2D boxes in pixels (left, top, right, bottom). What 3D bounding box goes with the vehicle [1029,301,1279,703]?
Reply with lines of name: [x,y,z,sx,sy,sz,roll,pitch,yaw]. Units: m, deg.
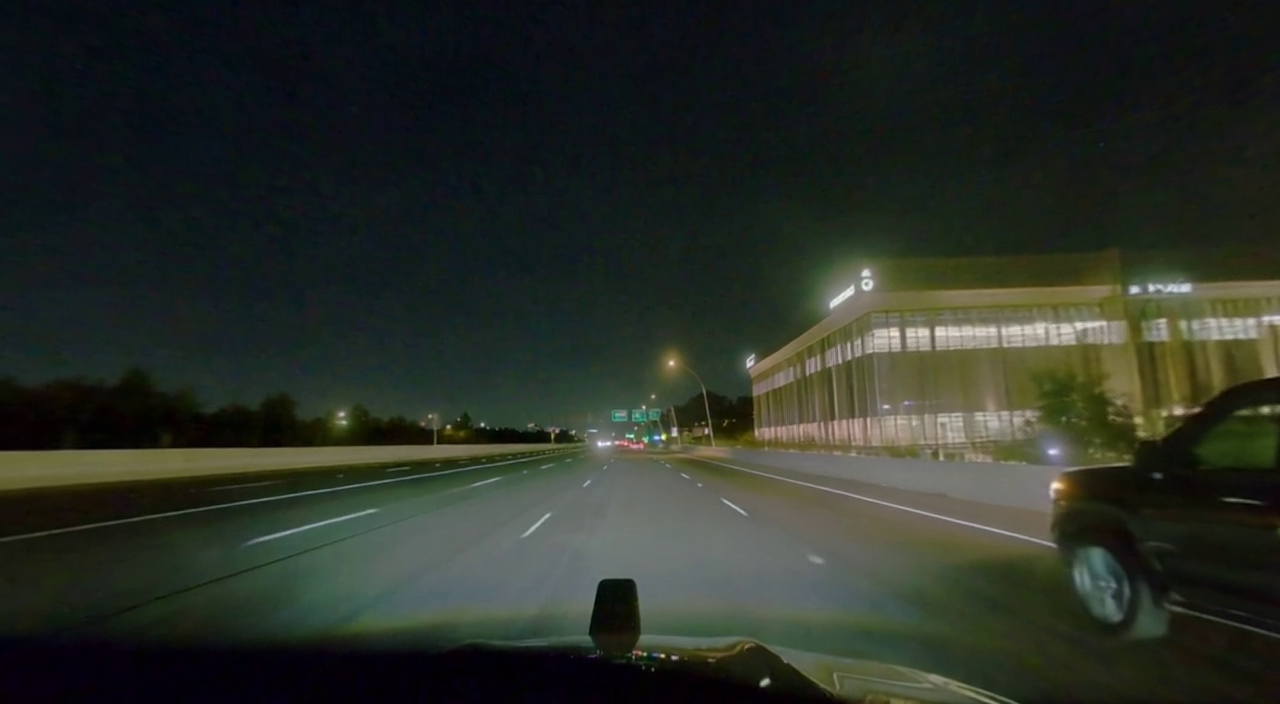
vehicle: [3.688,0.527,1.531,2.212,1.753,5.064,0,-9,-1]
